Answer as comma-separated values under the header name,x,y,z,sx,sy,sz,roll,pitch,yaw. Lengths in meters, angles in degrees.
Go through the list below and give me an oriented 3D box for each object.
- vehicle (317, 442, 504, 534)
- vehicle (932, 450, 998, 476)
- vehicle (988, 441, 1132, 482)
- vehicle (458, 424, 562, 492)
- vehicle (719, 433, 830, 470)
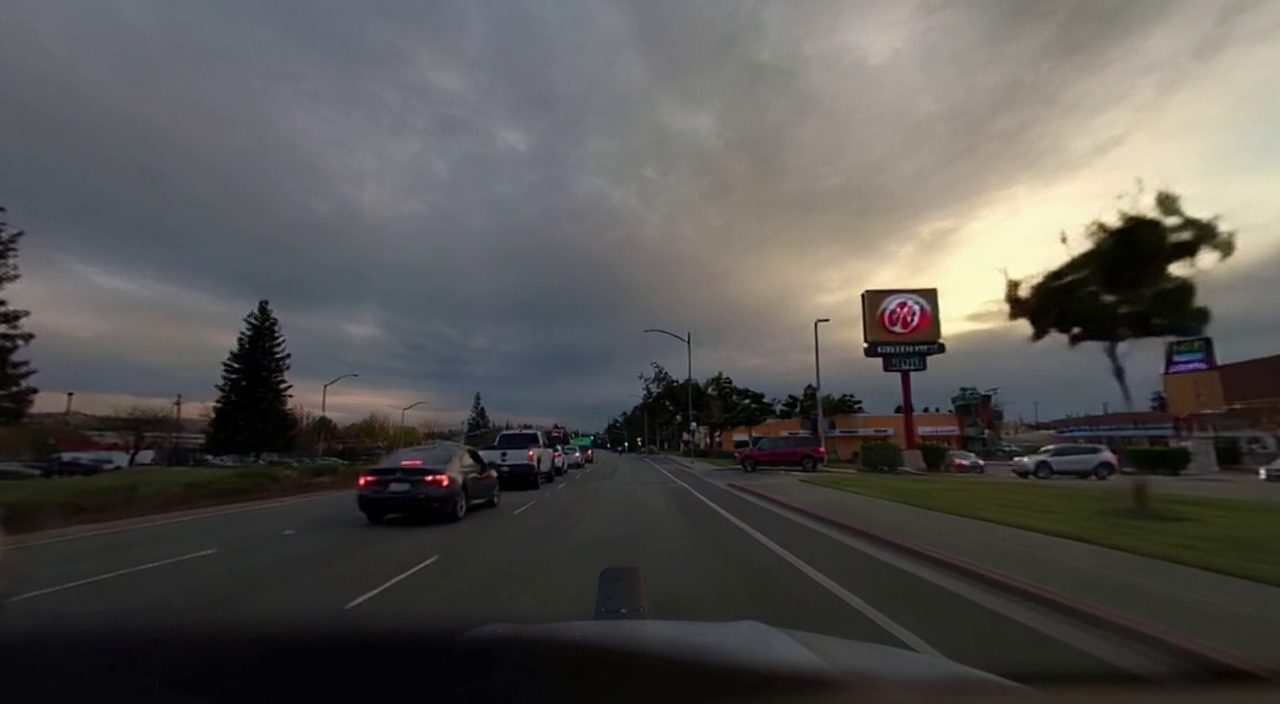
name,x,y,z,sx,sy,sz,roll,pitch,yaw
vehicle,-4.119,2.490,12.205,2.113,1.446,4.309,0,-8,-2
vehicle,19.872,6.783,38.568,1.646,1.418,3.910,1,-8,-5
vehicle,19.701,5.141,29.696,5.120,1.817,2.154,-1,-8,6
vehicle,-4.504,3.800,22.996,2.664,2.122,6.124,0,-8,-2
vehicle,6.250,4.725,29.624,4.813,1.622,2.110,0,-11,4
